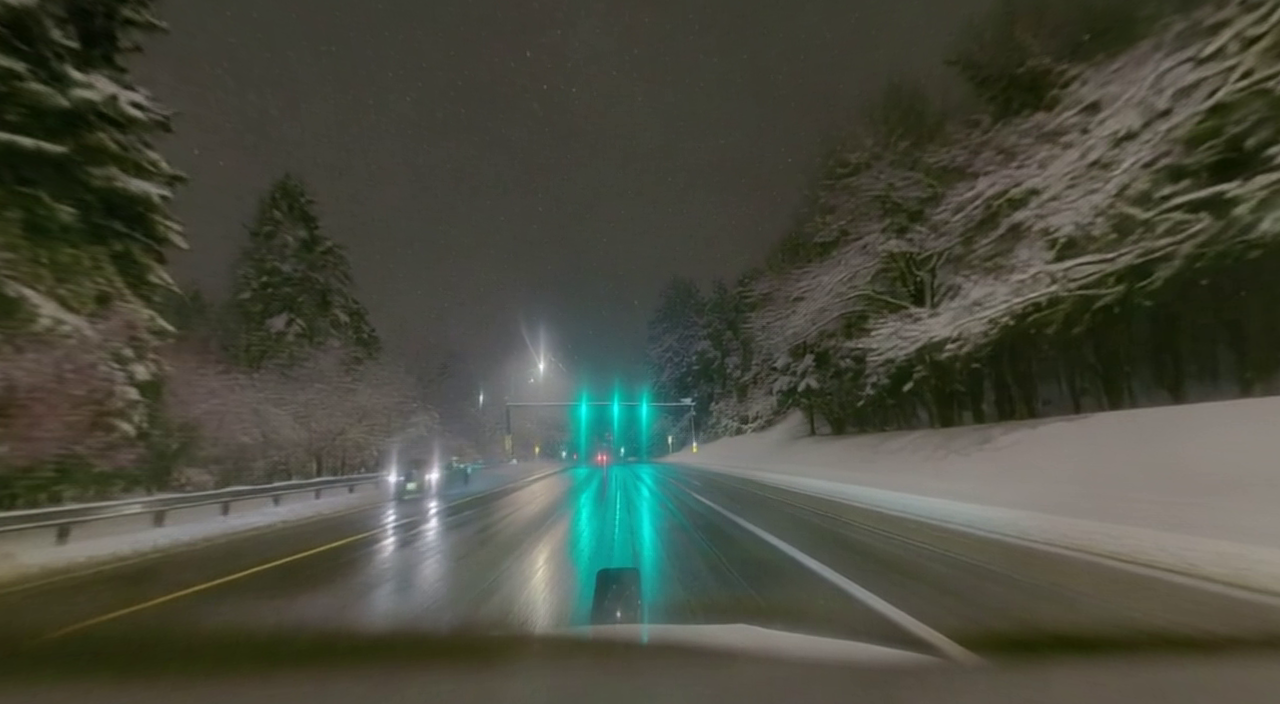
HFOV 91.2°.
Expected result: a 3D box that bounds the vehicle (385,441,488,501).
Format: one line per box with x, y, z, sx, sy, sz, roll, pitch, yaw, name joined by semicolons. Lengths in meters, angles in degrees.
-6.429;3.794;20.351;2.017;1.725;4.115;0;-9;-1;vehicle
